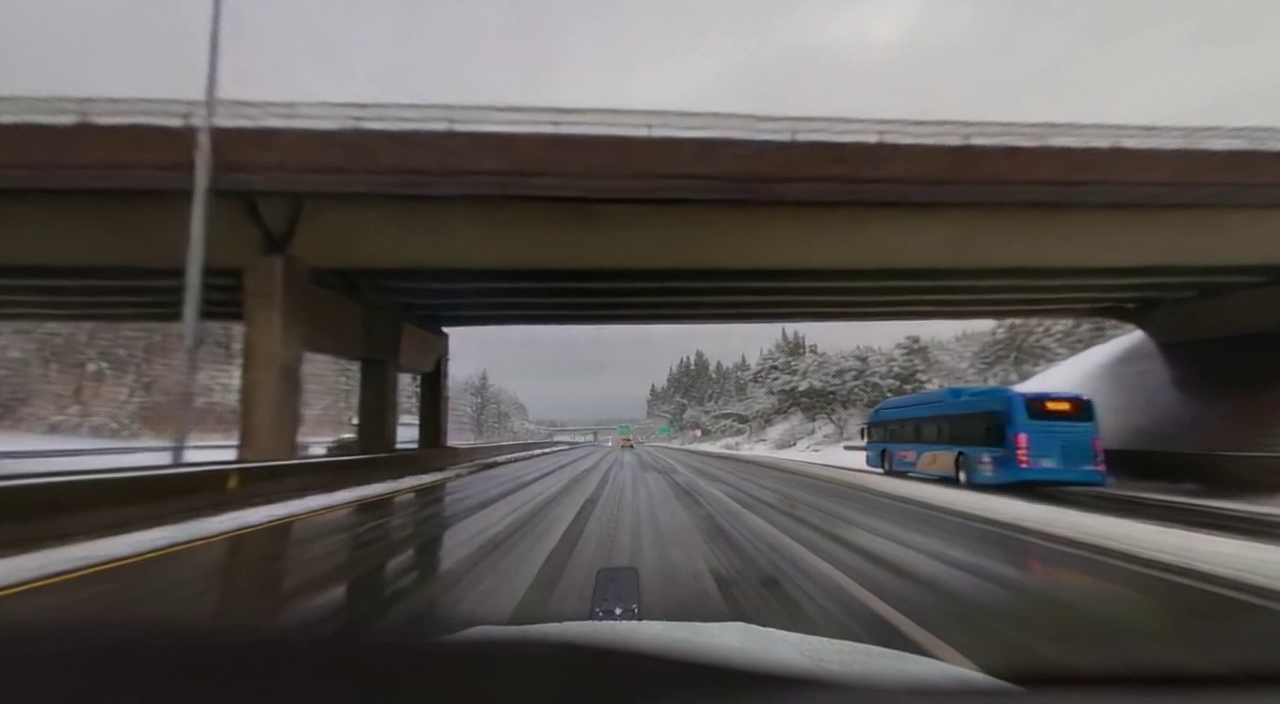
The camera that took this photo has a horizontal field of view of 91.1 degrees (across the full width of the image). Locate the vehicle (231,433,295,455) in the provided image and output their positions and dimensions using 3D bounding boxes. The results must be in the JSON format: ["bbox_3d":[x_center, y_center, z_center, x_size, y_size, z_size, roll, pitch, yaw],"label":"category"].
[{"bbox_3d":[-26.359,6.427,44.085,1.805,1.425,4.525,0,-8,-2],"label":"vehicle"}]

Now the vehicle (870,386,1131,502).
[{"bbox_3d":[12.407,3.399,23.902,3.009,3.265,12.098,0,-8,1],"label":"vehicle"}]
